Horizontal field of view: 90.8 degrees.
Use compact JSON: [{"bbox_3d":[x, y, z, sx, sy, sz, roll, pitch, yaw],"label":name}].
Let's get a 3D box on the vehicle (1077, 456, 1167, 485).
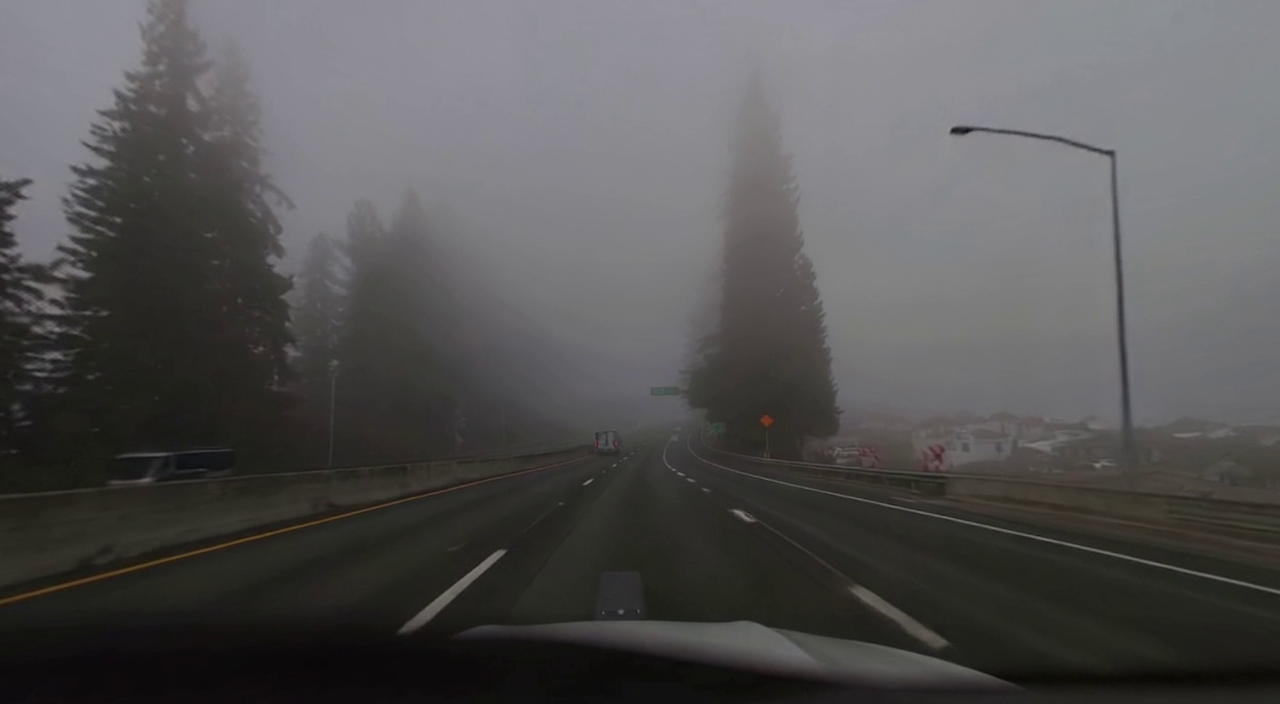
[{"bbox_3d":[35.366,8.645,46.383,5.275,1.756,2.198,0,-6,-11],"label":"vehicle"}]
